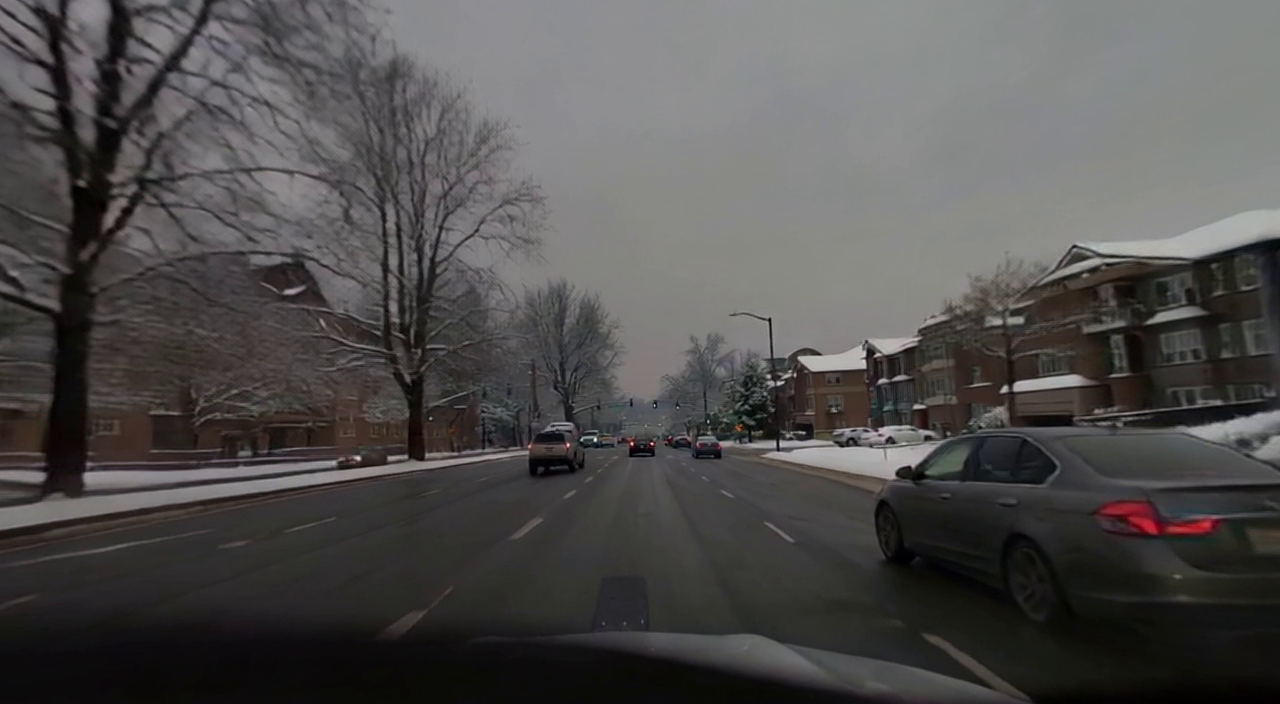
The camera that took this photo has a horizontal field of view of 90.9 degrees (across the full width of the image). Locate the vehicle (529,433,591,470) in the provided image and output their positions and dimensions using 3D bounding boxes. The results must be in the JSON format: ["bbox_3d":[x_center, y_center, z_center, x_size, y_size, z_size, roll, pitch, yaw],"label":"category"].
[{"bbox_3d":[-3.462,4.416,28.152,2.049,1.485,4.656,0,-8,2],"label":"vehicle"}]

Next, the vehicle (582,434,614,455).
[{"bbox_3d":[-3.145,7.096,48.328,1.997,1.479,4.547,0,-8,2],"label":"vehicle"}]

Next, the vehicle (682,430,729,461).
[{"bbox_3d":[3.600,5.249,35.450,2.137,1.646,4.488,0,-8,-1],"label":"vehicle"}]

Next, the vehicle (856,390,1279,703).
[{"bbox_3d":[3.688,1.266,5.321,2.128,1.502,4.572,0,-8,1],"label":"vehicle"}]

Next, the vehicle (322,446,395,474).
[{"bbox_3d":[-15.612,5.998,35.233,1.901,1.438,4.557,0,-8,1],"label":"vehicle"}]

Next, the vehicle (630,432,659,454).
[{"bbox_3d":[0.335,7.013,48.598,2.110,1.662,4.262,0,-8,0],"label":"vehicle"}]
